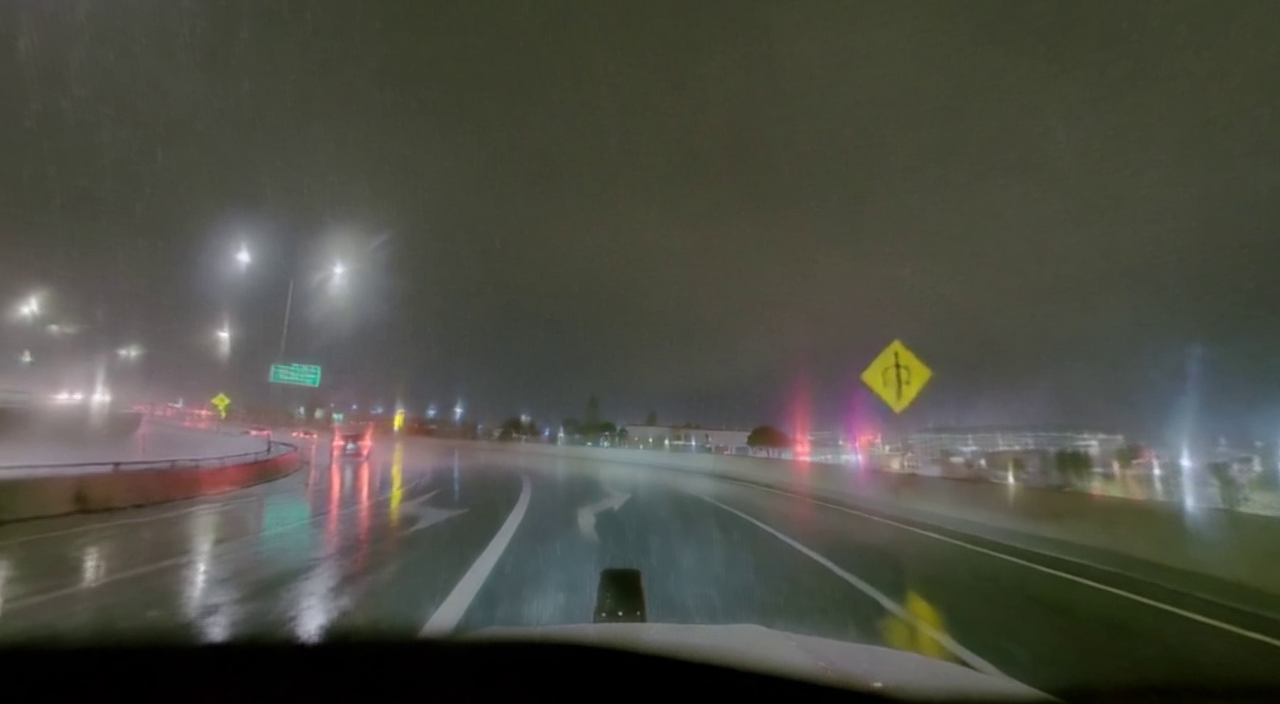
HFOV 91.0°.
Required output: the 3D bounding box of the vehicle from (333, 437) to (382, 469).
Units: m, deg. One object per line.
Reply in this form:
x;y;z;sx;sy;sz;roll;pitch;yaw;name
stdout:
-15.497;5.482;34.392;2.234;1.588;4.484;4;-10;-26;vehicle
